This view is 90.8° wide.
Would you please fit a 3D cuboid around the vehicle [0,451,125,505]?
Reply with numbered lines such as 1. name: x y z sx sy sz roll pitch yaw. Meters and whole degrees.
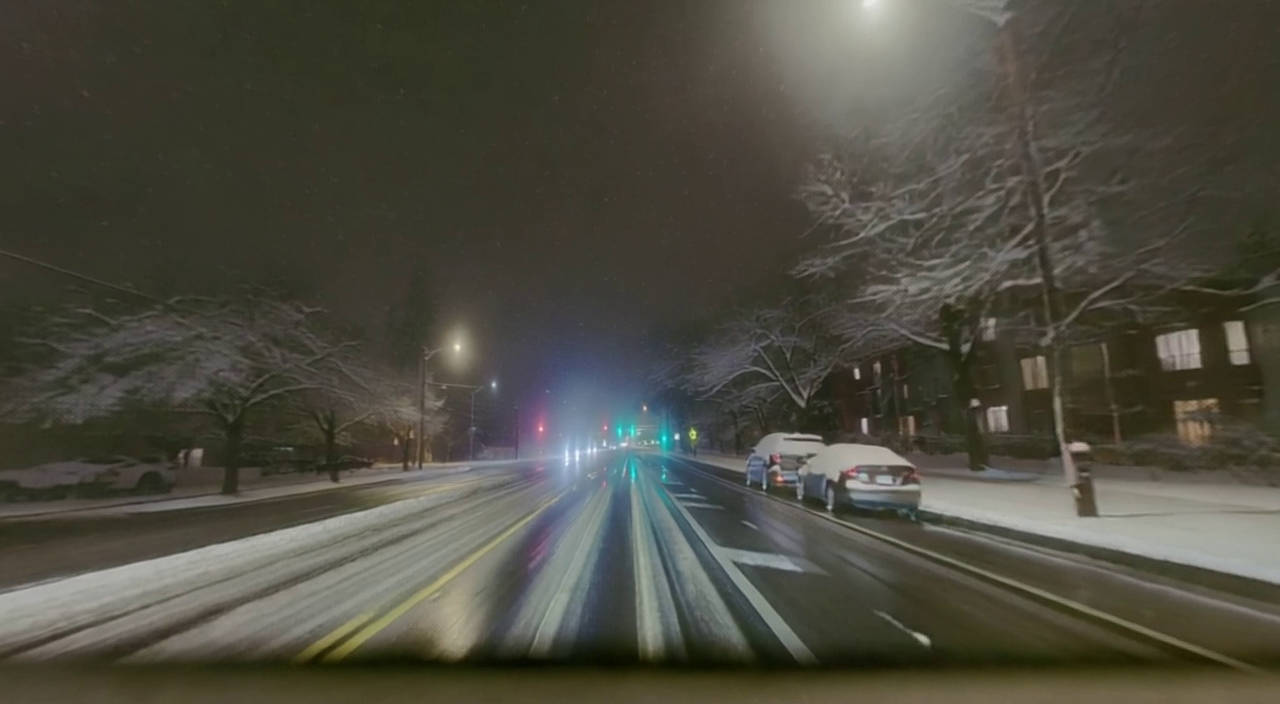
1. vehicle: -23.204 4.719 23.814 5.368 1.867 2.307 4 -9 -28

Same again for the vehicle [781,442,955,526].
1. vehicle: 4.426 2.607 13.112 1.935 1.433 4.241 0 -8 -2

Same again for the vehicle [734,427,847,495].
1. vehicle: 4.514 3.356 19.884 2.115 1.843 5.141 0 -8 -2
